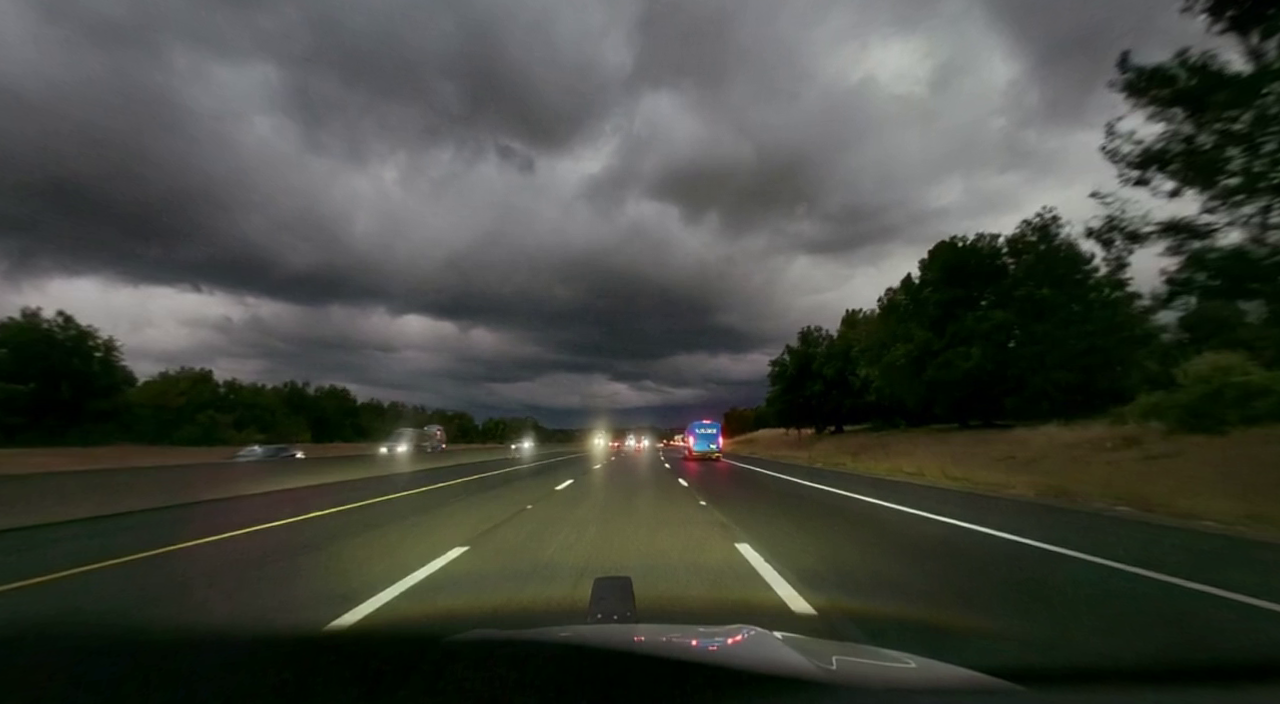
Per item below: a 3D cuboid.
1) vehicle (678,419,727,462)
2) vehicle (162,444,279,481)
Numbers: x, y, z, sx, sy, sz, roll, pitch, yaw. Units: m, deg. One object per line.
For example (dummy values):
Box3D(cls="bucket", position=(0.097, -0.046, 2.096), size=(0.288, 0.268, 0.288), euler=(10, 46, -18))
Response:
Box3D(cls="vehicle", position=(3.941, 5.774, 40.963), size=(2.485, 2.562, 5.535), euler=(0, -8, -1))
Box3D(cls="vehicle", position=(-18.391, 4.835, 27.886), size=(2.000, 1.485, 4.546), euler=(-1, -8, 1))
